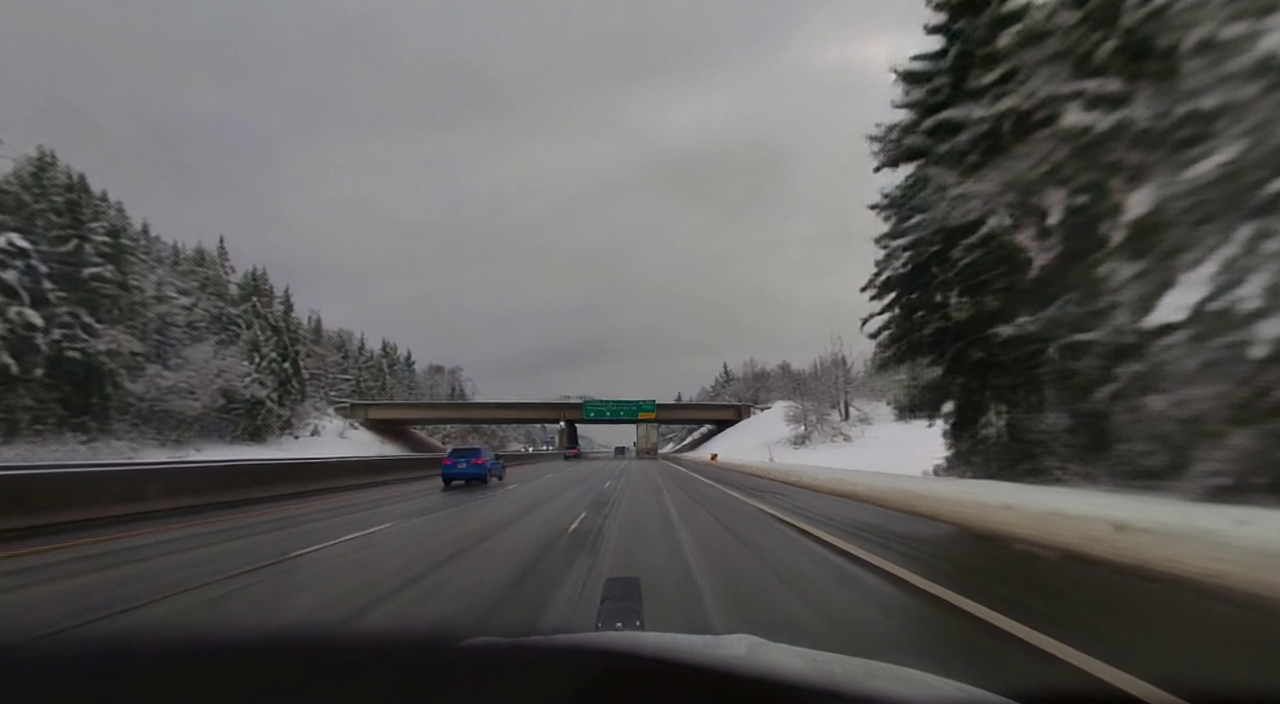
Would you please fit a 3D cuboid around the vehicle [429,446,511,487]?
[{"bbox_3d":[-6.710,4.559,25.475,2.038,1.489,4.603,0,-9,0],"label":"vehicle"}]
